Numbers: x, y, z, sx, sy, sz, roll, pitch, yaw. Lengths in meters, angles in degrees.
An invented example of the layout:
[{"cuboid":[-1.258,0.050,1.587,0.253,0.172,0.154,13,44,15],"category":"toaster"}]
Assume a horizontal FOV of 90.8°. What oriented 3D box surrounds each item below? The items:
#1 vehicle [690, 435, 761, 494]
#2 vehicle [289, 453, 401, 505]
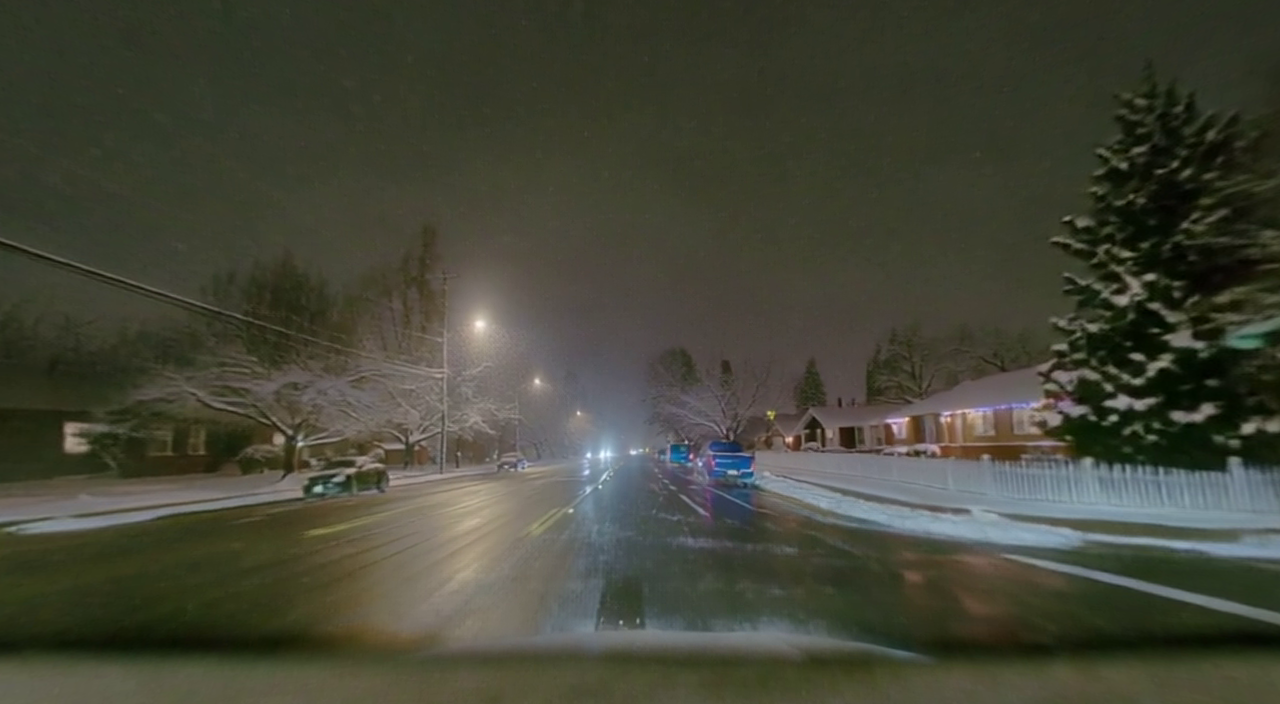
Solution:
[{"cuboid":[3.749,5.077,28.818,2.504,2.114,6.073,5,-9,3],"category":"vehicle"},{"cuboid":[-10.855,4.667,23.711,2.049,1.527,4.677,-4,-8,-1],"category":"vehicle"}]
